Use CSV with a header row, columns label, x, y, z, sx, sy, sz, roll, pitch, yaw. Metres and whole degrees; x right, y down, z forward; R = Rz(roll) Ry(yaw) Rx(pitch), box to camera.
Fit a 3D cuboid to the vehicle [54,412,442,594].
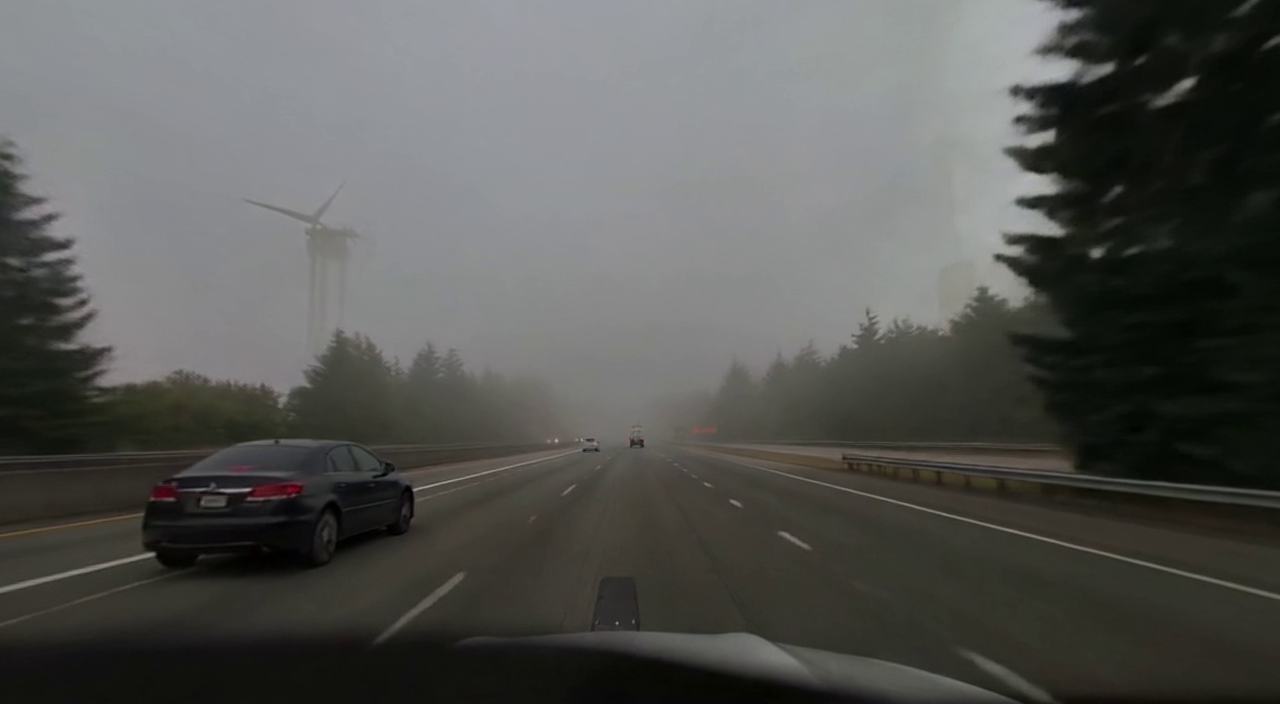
label,x,y,z,sx,sy,sz,roll,pitch,yaw
vehicle,-3.917,1.533,7.313,1.950,1.511,3.965,0,-8,0
